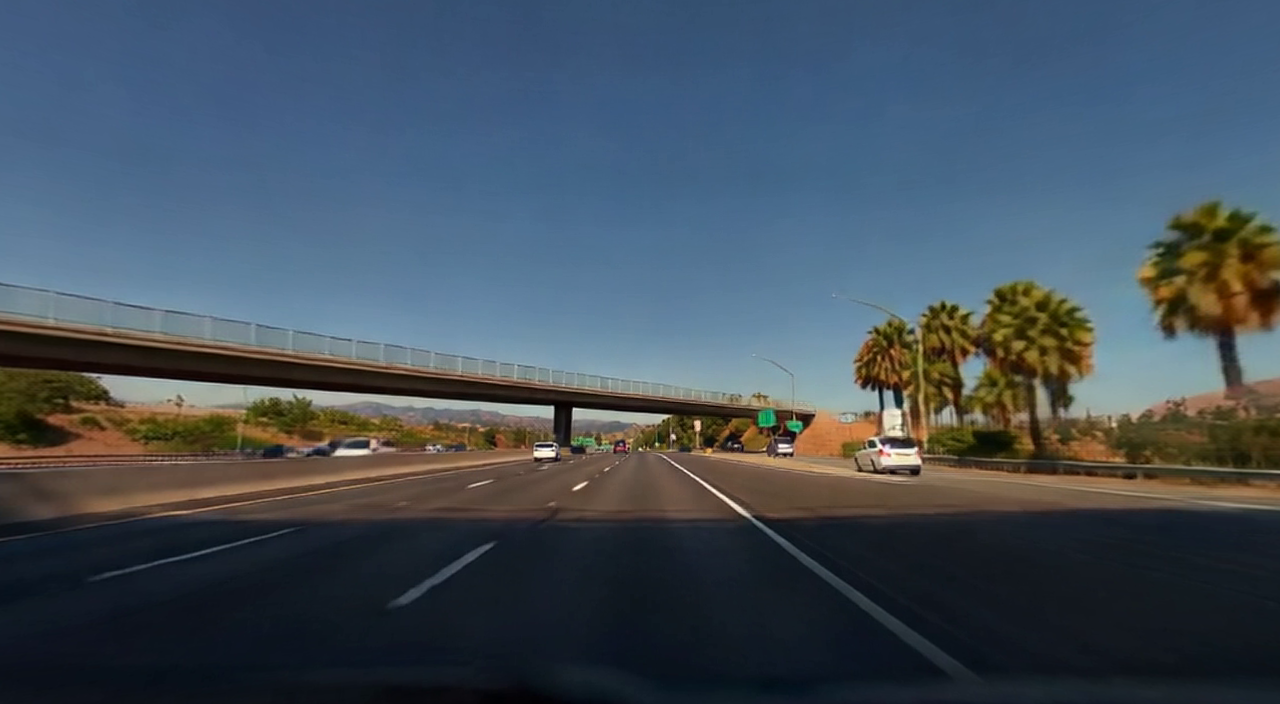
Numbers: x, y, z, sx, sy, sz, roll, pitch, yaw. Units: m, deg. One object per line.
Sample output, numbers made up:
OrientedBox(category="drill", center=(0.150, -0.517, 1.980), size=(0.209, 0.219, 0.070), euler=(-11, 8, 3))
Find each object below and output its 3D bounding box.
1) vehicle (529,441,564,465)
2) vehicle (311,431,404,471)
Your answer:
OrientedBox(category="vehicle", center=(-6.817, 7.412, 46.156), size=(1.935, 1.633, 3.955), euler=(0, -8, 1))
OrientedBox(category="vehicle", center=(-15.837, 5.594, 35.740), size=(2.325, 2.027, 6.217), euler=(0, -8, 1))
